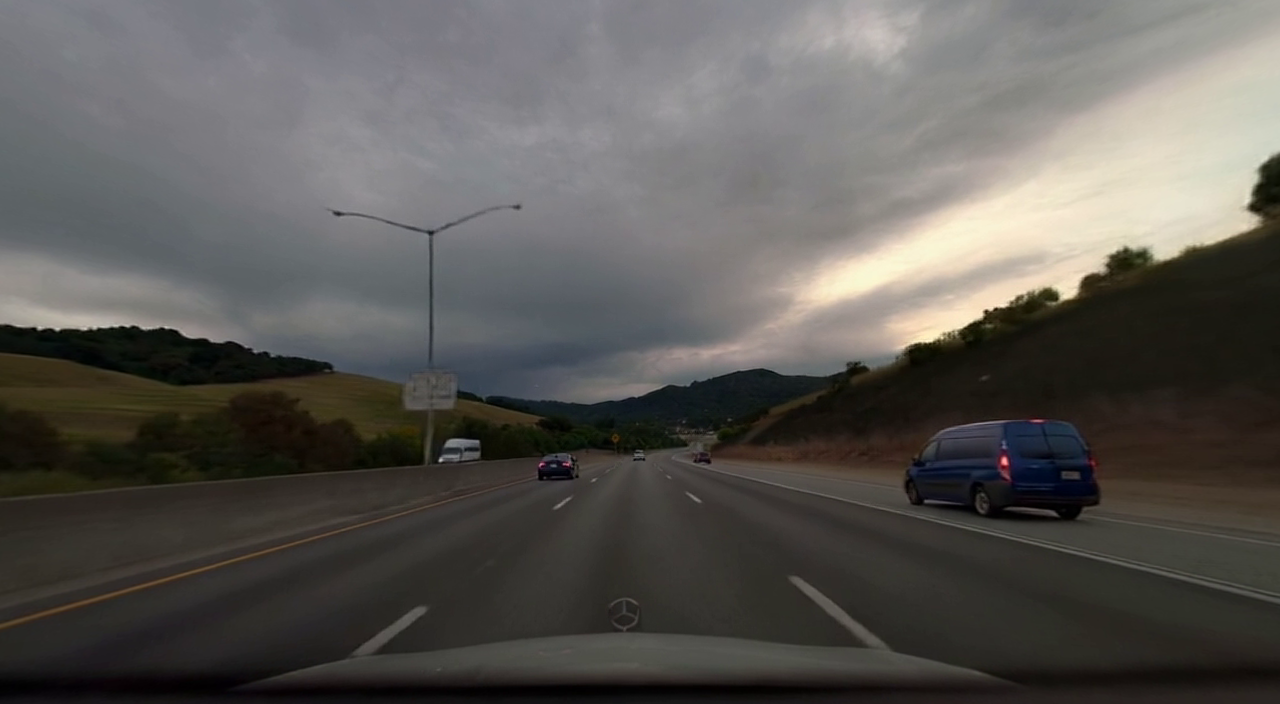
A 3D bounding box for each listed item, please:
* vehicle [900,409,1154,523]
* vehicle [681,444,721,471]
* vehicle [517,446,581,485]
[{"bbox_3d":[7.745,2.358,13.424,2.133,1.933,4.986,0,-9,-1],"label":"vehicle"},{"bbox_3d":[3.951,6.932,41.395,2.069,1.625,4.832,0,-9,-1],"label":"vehicle"},{"bbox_3d":[-3.862,4.891,27.485,2.160,1.530,4.500,0,-9,0],"label":"vehicle"}]
